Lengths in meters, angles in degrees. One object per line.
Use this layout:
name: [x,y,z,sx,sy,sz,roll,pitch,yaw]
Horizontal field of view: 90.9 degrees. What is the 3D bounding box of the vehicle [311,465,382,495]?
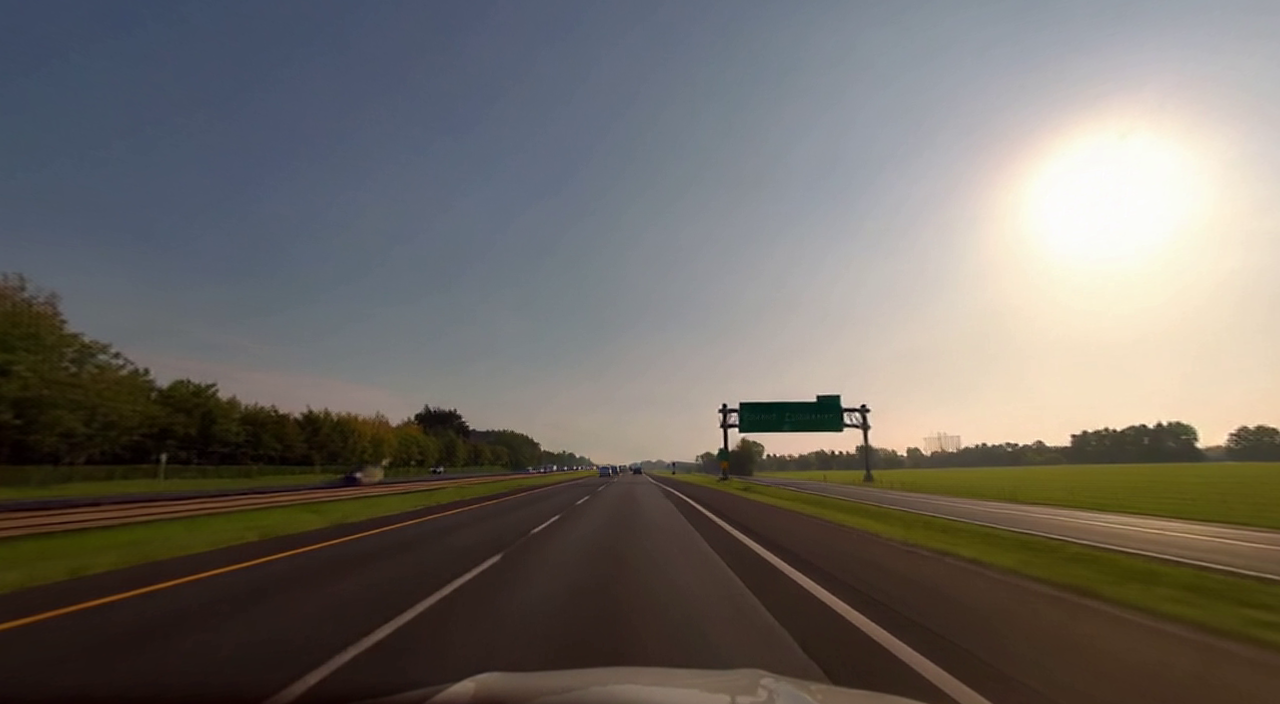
vehicle: [-15.523,6.799,33.534,1.810,1.456,3.959,1,-10,1]
